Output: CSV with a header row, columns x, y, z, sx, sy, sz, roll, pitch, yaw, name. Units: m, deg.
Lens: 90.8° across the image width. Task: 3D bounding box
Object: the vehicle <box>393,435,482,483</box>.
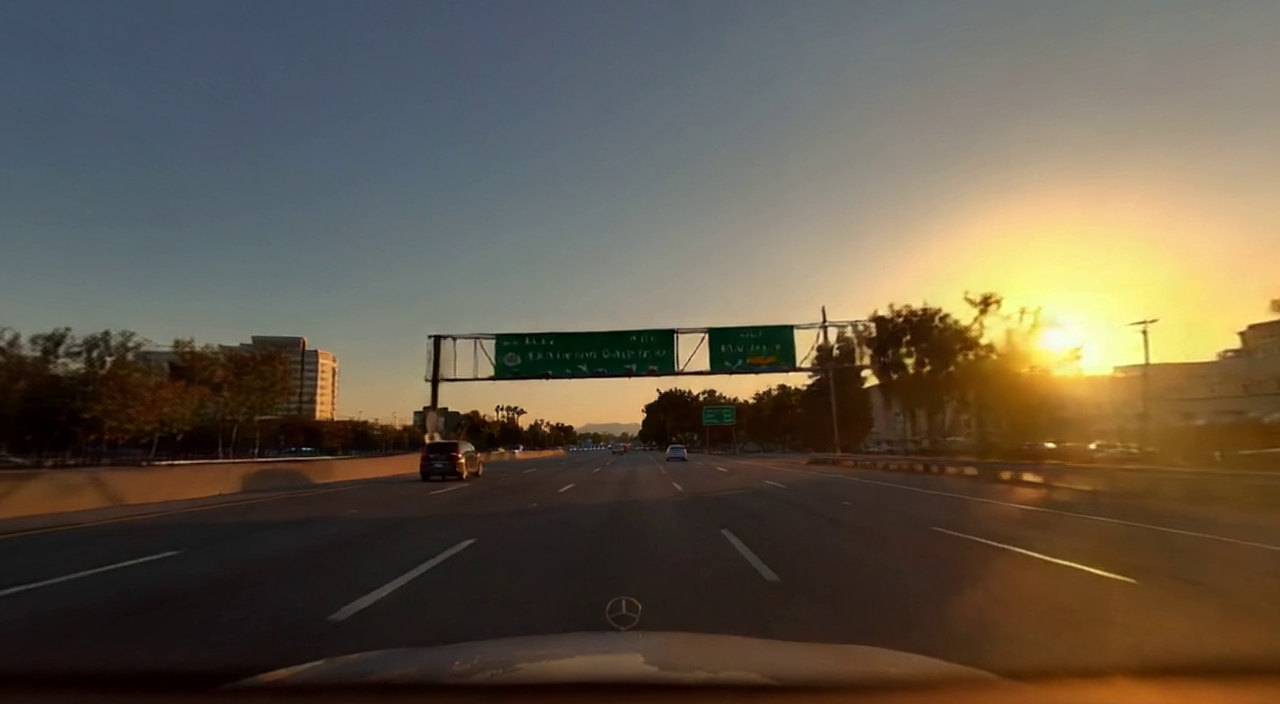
x,y,z,sx,sy,sz,roll,pitch,yaw,name
-7.944,4.242,25.249,2.089,1.724,4.327,0,-9,0,vehicle
